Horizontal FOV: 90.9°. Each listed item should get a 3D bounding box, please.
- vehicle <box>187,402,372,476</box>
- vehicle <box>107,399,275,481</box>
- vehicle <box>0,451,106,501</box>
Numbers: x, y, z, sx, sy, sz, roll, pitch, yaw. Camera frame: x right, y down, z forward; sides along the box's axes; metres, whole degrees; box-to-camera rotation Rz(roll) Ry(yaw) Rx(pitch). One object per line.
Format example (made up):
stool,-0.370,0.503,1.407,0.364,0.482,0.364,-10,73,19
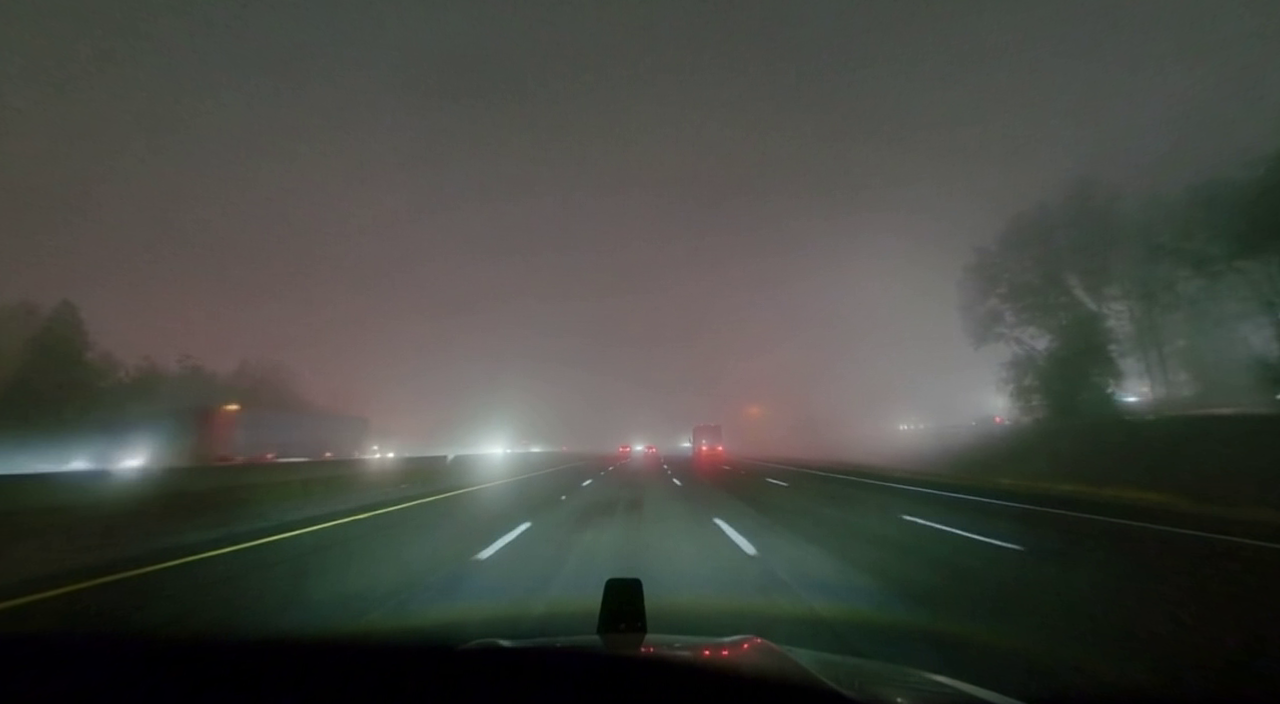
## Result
vehicle,-24.474,6.287,44.999,2.922,4.226,16.885,0,-8,2
vehicle,-24.583,4.950,35.321,3.067,4.012,8.258,0,-8,1
vehicle,-20.769,4.113,21.293,1.818,1.508,4.118,0,-8,1
